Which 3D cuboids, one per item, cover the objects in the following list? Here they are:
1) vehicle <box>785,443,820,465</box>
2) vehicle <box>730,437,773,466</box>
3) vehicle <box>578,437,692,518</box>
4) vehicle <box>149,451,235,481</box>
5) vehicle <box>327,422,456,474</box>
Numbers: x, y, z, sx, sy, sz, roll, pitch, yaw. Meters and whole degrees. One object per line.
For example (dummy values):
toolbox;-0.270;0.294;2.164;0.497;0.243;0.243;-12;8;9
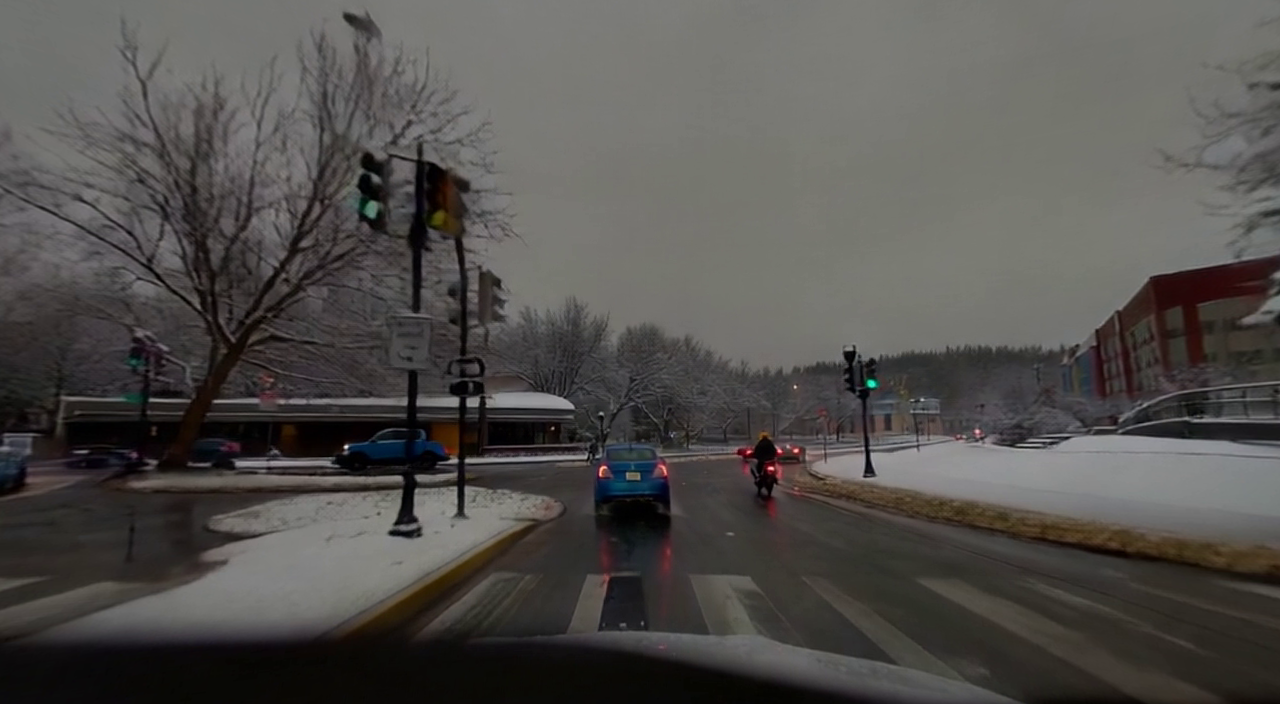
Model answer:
vehicle;12.190;7.590;47.246;1.822;1.555;3.574;-4;-9;25
vehicle;7.606;6.701;42.630;2.212;1.790;4.768;-3;-9;17
vehicle;-0.151;2.618;13.736;2.118;1.480;3.949;0;-8;-2
vehicle;-19.670;4.996;27.738;1.259;1.181;2.744;-5;-10;26
vehicle;-14.587;5.695;37.656;2.287;2.780;7.166;-5;-10;31
